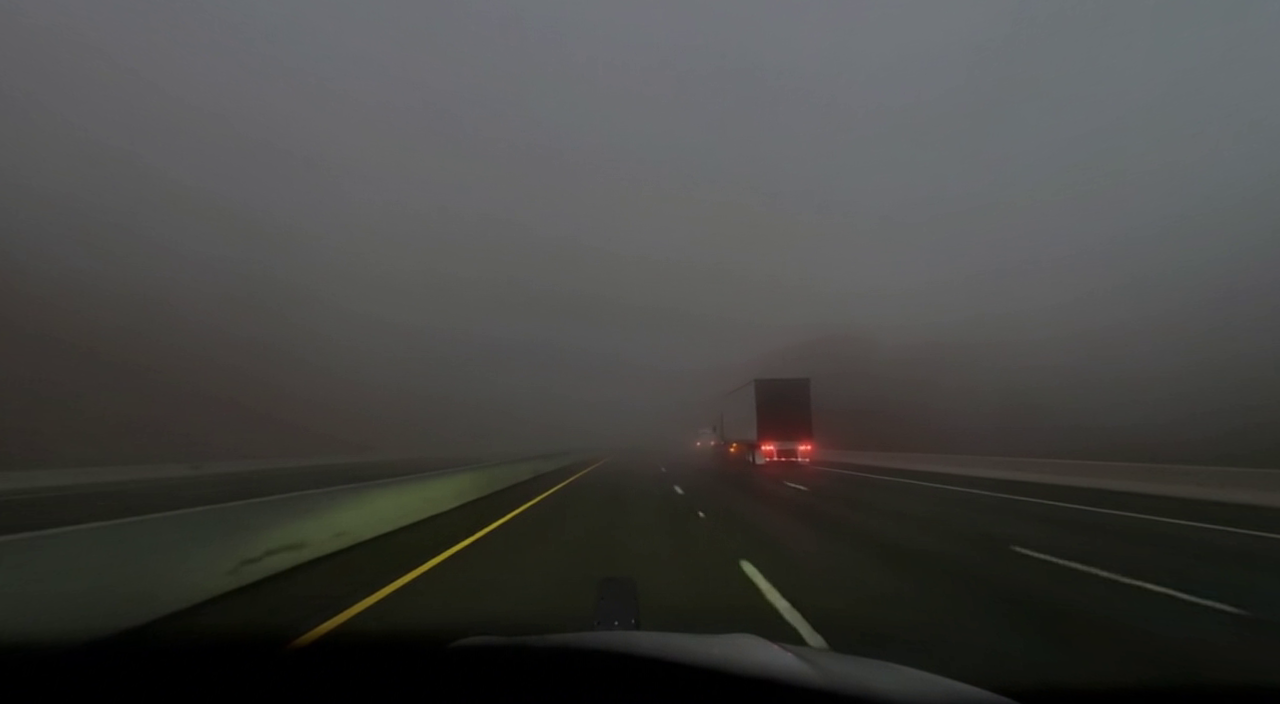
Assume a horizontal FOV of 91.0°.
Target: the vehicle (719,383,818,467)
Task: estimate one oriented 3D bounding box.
[{"bbox_3d":[7.168,4.540,37.806,2.885,4.075,13.981,0,-8,0],"label":"vehicle"}]
